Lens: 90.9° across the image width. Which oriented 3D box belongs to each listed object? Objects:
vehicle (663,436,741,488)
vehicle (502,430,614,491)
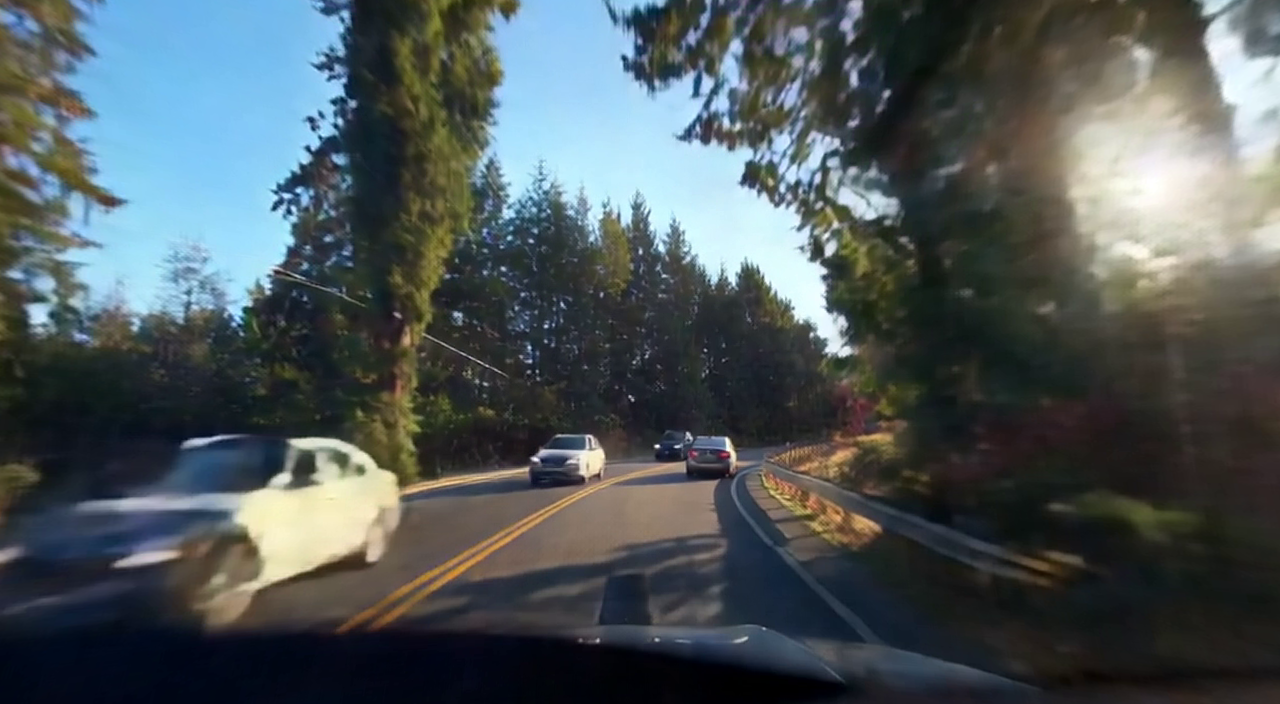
[{"bbox_3d":[2.224,3.674,21.509,2.274,1.583,4.349,-1,-8,10],"label":"vehicle"},{"bbox_3d":[-2.522,3.479,20.674,2.347,1.757,4.359,-2,-8,11],"label":"vehicle"}]
